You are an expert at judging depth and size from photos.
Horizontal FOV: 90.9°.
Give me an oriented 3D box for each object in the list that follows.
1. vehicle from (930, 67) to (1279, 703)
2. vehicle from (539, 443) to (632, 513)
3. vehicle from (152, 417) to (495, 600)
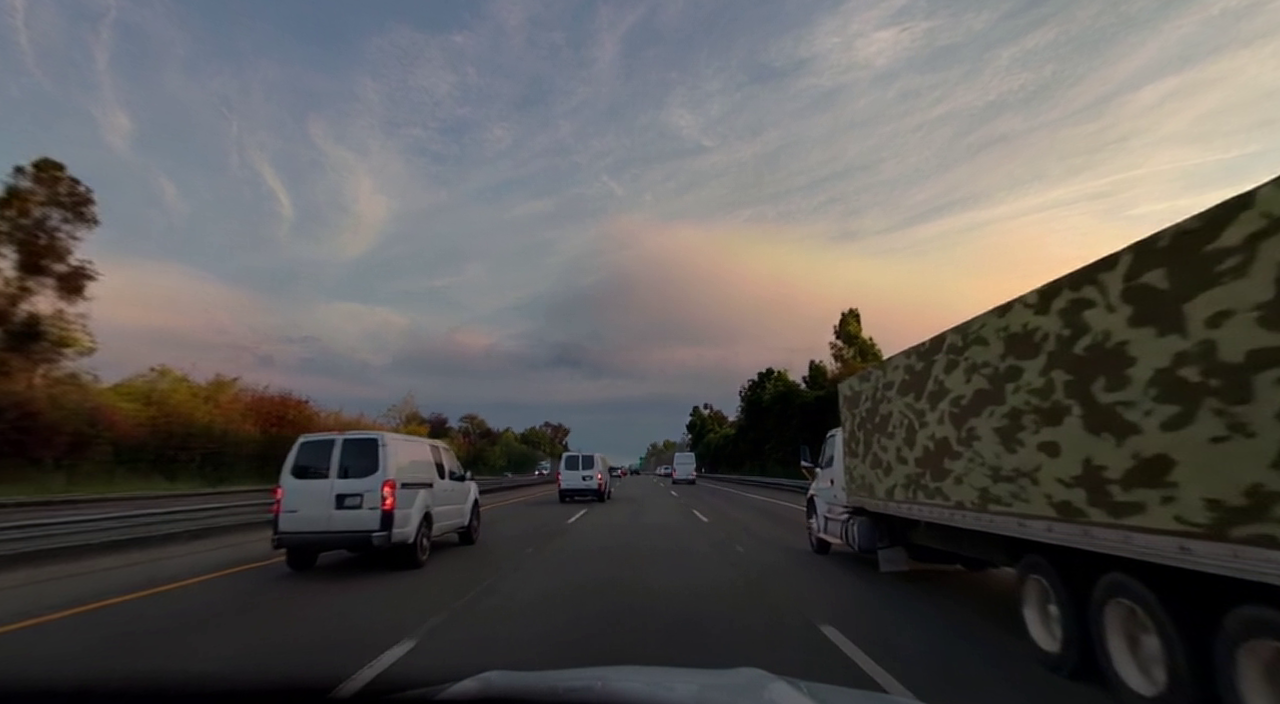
[{"bbox_3d":[4.016,0.410,3.018,2.703,2.988,5.097,1,-11,0],"label":"vehicle"},{"bbox_3d":[-1.595,4.074,20.619,2.378,1.930,5.086,1,-11,2],"label":"vehicle"},{"bbox_3d":[-3.490,1.874,8.145,2.124,1.671,4.262,1,-11,1],"label":"vehicle"}]
